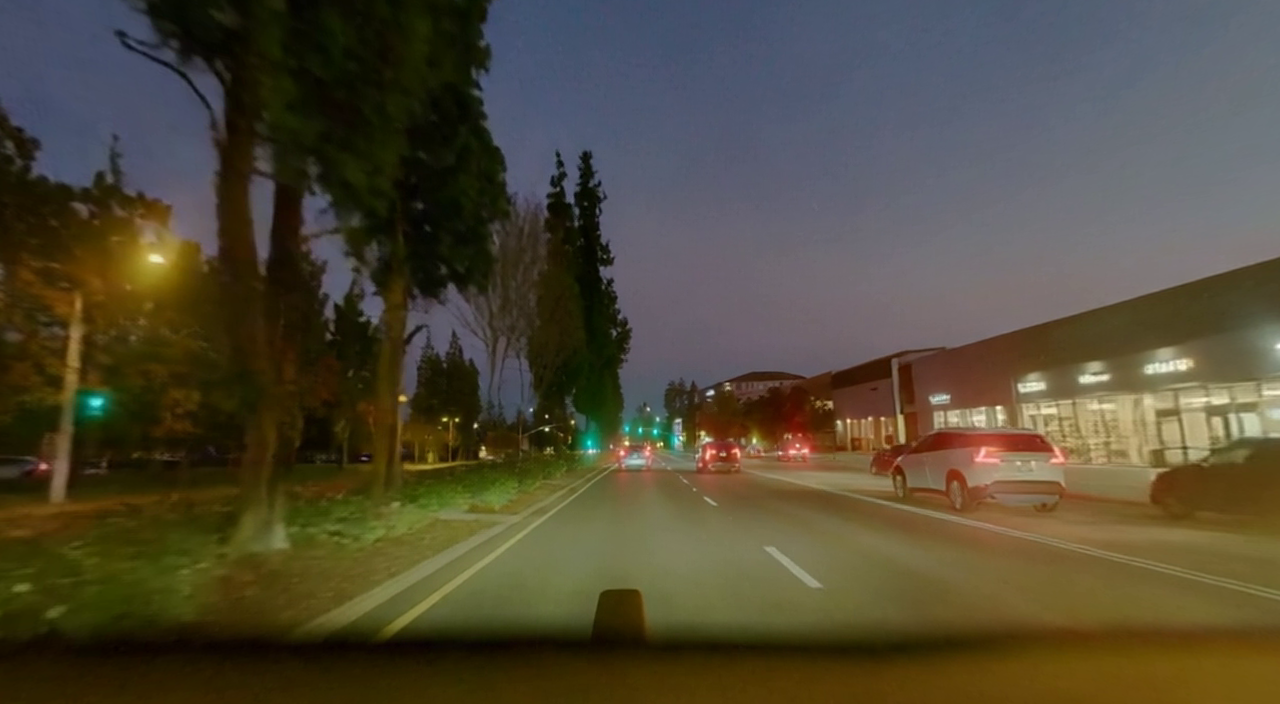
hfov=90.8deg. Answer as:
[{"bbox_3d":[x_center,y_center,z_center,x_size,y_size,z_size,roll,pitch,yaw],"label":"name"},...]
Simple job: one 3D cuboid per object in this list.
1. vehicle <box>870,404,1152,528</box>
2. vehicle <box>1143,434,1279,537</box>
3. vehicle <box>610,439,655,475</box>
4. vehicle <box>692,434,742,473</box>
[{"bbox_3d":[6.872,2.212,12.822,2.240,1.923,5.678,0,-8,0],"label":"vehicle"},{"bbox_3d":[10.314,1.948,9.248,2.021,1.481,4.746,0,-8,1],"label":"vehicle"},{"bbox_3d":[-0.323,4.999,30.238,2.037,1.568,3.693,0,-8,0],"label":"vehicle"},{"bbox_3d":[3.835,5.133,32.133,1.955,1.845,4.538,0,-8,0],"label":"vehicle"}]
